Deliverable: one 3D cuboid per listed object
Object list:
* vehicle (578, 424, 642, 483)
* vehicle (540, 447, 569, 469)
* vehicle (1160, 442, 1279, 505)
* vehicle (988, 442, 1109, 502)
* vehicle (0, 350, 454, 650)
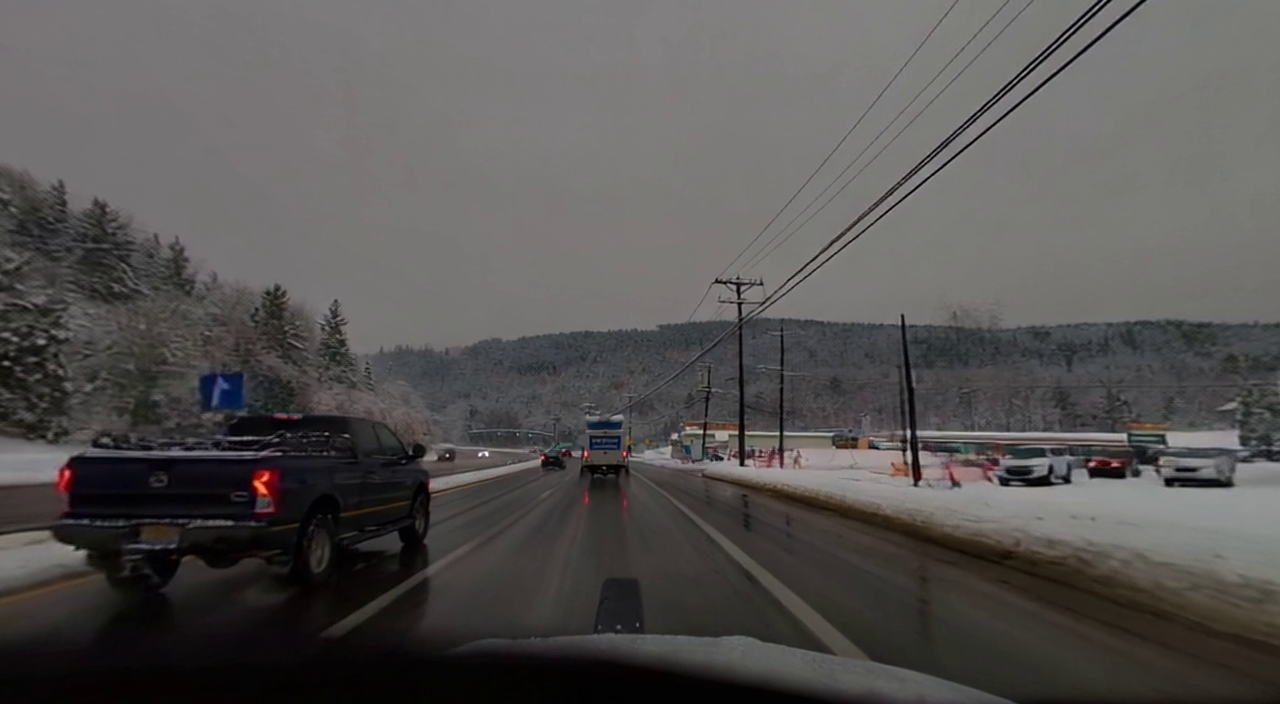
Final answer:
[{"bbox_3d":[-1.348,4.371,27.497,2.486,2.280,5.291,0,-9,-4],"label":"vehicle"},{"bbox_3d":[-6.287,7.816,46.787,1.972,1.496,4.150,1,-9,-5],"label":"vehicle"},{"bbox_3d":[19.619,3.942,21.106,5.424,1.844,2.255,7,-11,-39],"label":"vehicle"},{"bbox_3d":[14.906,4.237,22.920,5.331,1.917,2.166,7,-11,-41],"label":"vehicle"},{"bbox_3d":[-4.113,1.397,7.151,2.345,2.012,5.693,0,-8,-1],"label":"vehicle"}]
